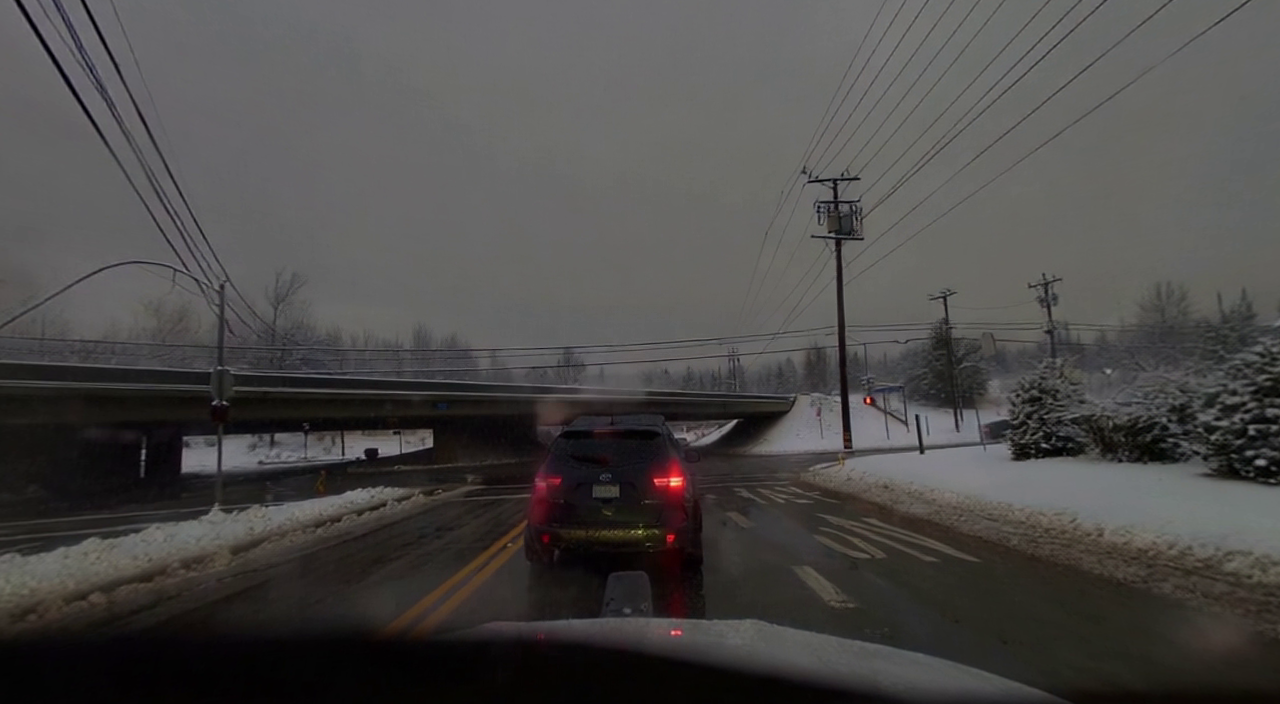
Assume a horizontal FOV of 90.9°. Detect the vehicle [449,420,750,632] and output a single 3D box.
[{"bbox_3d":[-0.246,1.521,6.469,2.090,1.458,4.033,-1,-9,1],"label":"vehicle"}]
